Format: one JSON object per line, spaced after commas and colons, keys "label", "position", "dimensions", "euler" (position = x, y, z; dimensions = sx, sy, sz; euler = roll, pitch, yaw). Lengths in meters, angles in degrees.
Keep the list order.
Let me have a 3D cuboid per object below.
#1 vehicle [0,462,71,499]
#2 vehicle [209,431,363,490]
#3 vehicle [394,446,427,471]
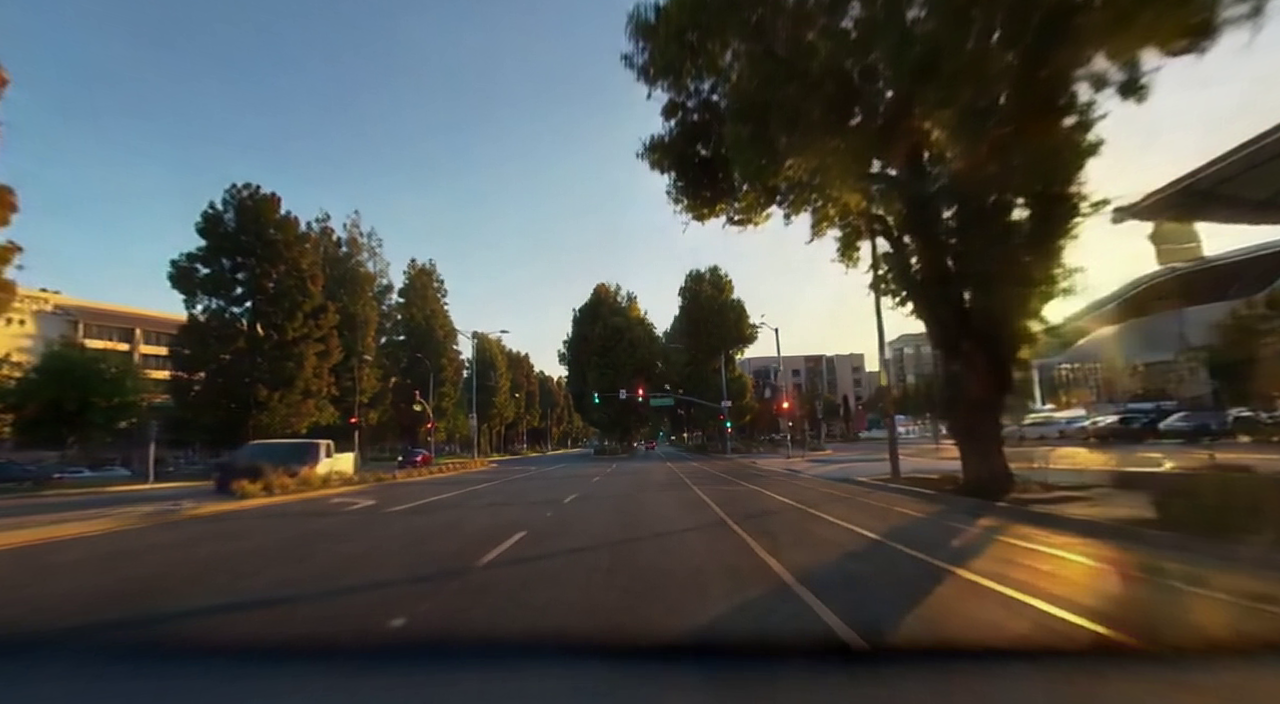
{"label": "vehicle", "position": [-34.537, 7.043, 34.816], "dimensions": [2.020, 1.812, 4.914], "euler": [1, -8, -8]}
{"label": "vehicle", "position": [-12.587, 3.895, 23.042], "dimensions": [2.225, 1.876, 5.661], "euler": [0, -8, 2]}
{"label": "vehicle", "position": [-17.088, 7.860, 46.771], "dimensions": [1.999, 1.710, 4.228], "euler": [4, -9, -23]}
